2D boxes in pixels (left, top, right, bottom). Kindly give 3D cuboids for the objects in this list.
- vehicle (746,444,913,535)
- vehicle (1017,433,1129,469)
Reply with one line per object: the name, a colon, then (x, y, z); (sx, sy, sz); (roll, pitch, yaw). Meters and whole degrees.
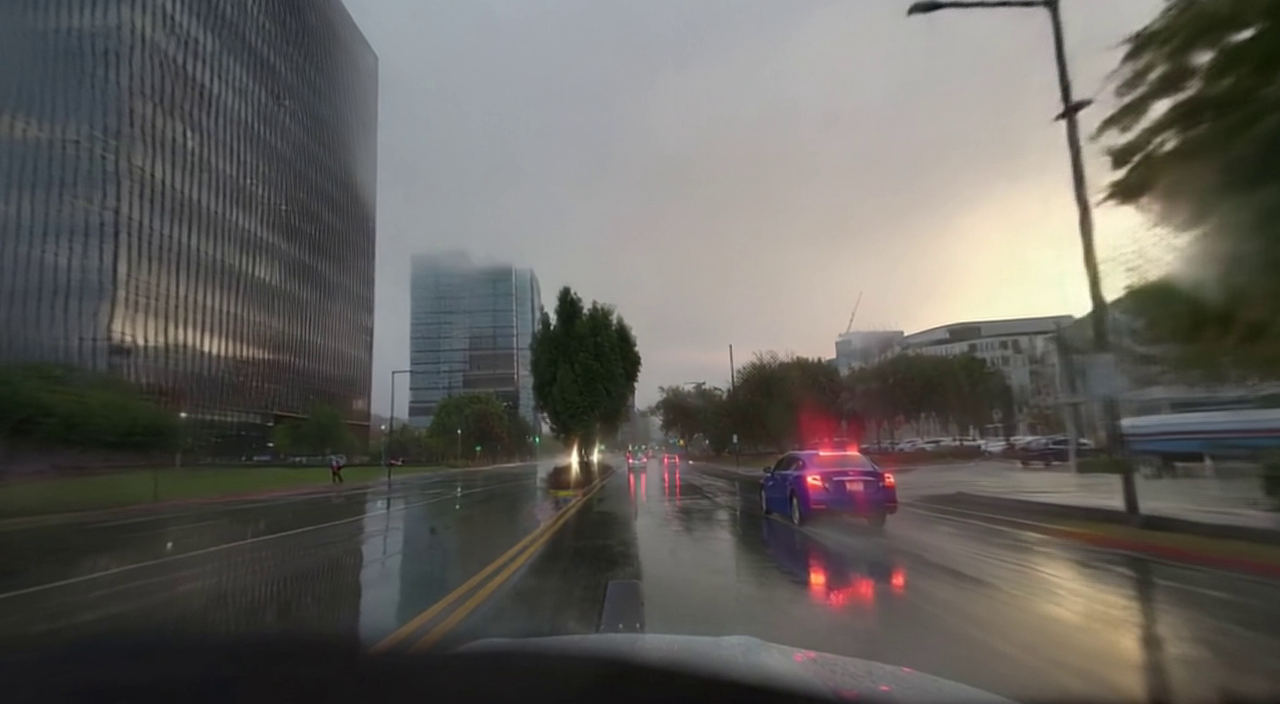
vehicle: (3.548, 2.629, 12.708); (1.993, 1.501, 4.127); (0, -9, -1)
vehicle: (20.727, 4.722, 30.247); (3.996, 1.481, 1.853); (-2, -7, -1)
